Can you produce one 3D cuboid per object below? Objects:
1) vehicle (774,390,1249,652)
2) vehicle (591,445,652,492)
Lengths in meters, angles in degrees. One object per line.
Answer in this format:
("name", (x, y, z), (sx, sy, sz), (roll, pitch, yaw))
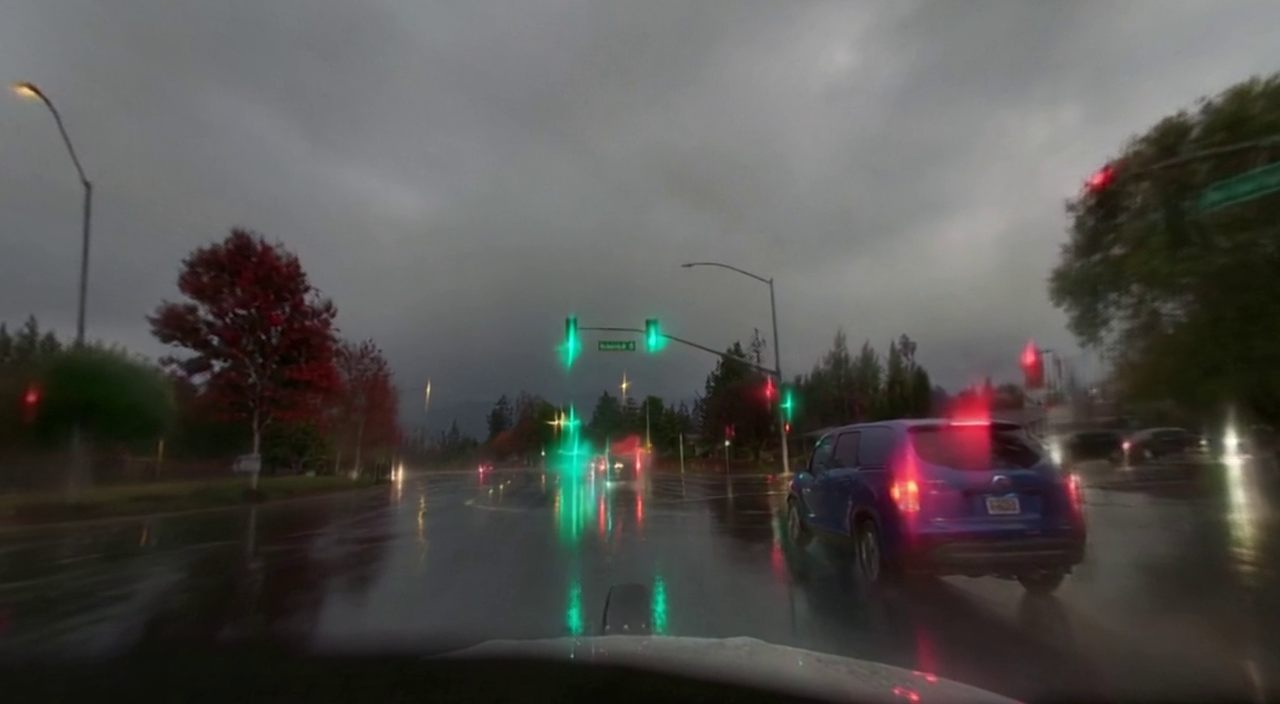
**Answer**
("vehicle", (2.908, 1.431, 6.456), (2.024, 1.686, 4.588), (0, -8, 0))
("vehicle", (-0.912, 4.944, 27.183), (2.185, 1.822, 4.583), (1, -8, -7))
